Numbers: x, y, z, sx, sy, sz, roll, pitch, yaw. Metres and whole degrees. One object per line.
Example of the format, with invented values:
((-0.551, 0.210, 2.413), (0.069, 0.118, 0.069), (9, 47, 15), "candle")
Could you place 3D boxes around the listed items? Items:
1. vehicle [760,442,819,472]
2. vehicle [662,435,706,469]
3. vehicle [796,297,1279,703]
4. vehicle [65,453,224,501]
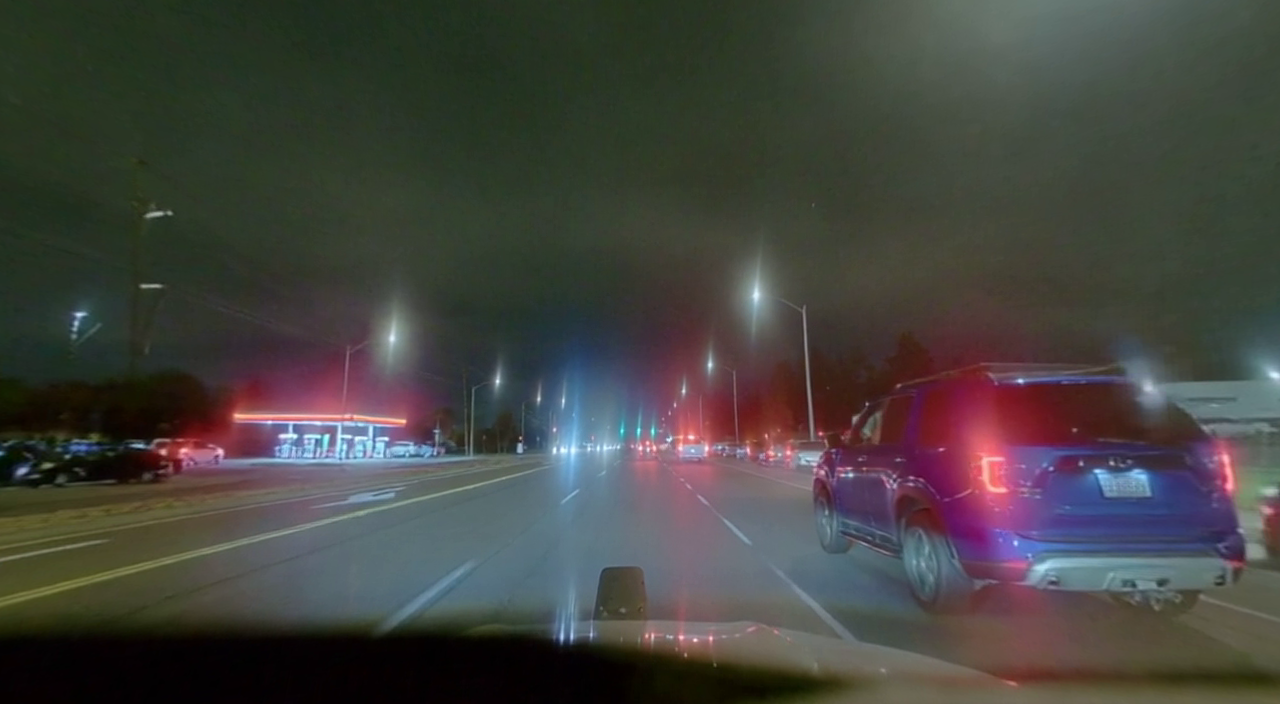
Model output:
((7.657, 5.407, 32.634), (1.895, 1.437, 4.890), (0, -9, 0), "vehicle")
((2.555, 6.011, 37.813), (2.317, 1.857, 5.150), (0, -9, 1), "vehicle")
((3.022, 1.073, 5.155), (2.246, 1.963, 4.777), (0, -9, 0), "vehicle")
((-17.315, 4.351, 22.291), (1.962, 1.496, 4.431), (0, -9, 1), "vehicle")
